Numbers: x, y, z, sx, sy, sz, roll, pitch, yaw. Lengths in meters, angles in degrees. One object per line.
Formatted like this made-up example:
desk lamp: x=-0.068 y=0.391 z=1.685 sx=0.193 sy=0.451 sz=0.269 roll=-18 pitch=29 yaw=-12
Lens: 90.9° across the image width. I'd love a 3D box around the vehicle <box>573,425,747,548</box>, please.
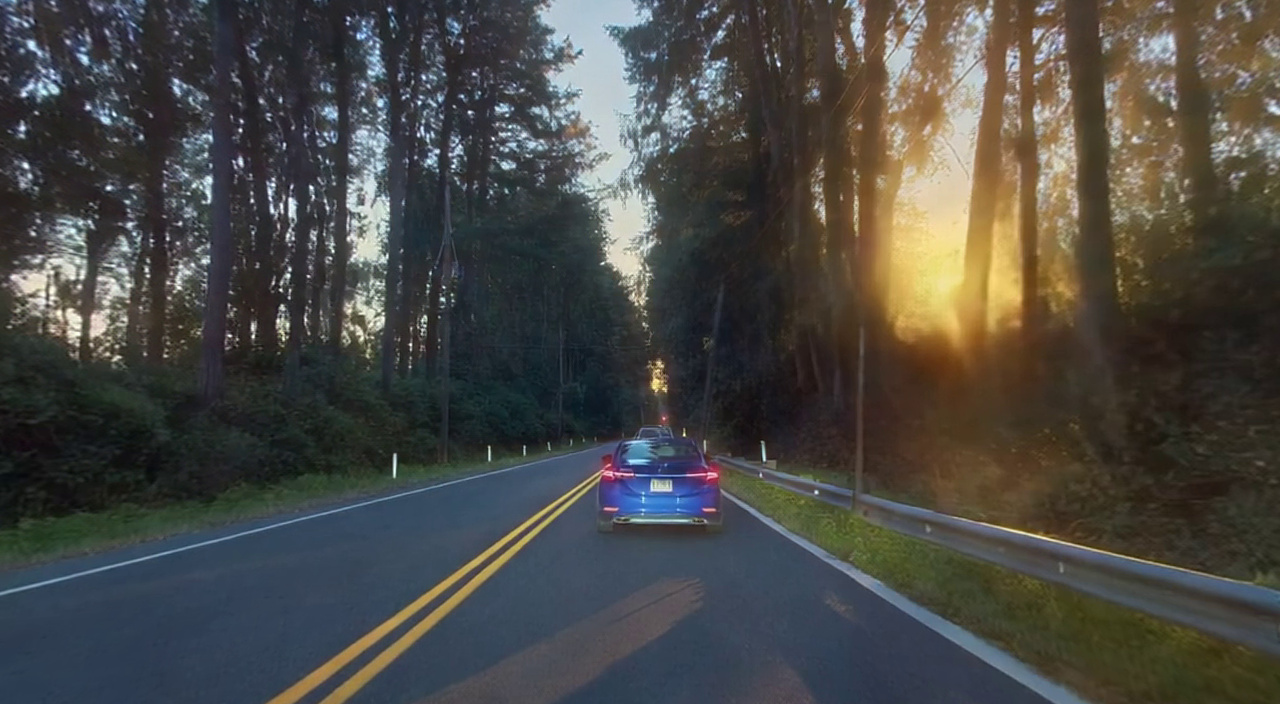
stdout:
vehicle: x=0.272 y=1.978 z=9.862 sx=2.187 sy=1.533 sz=3.726 roll=0 pitch=-8 yaw=1
